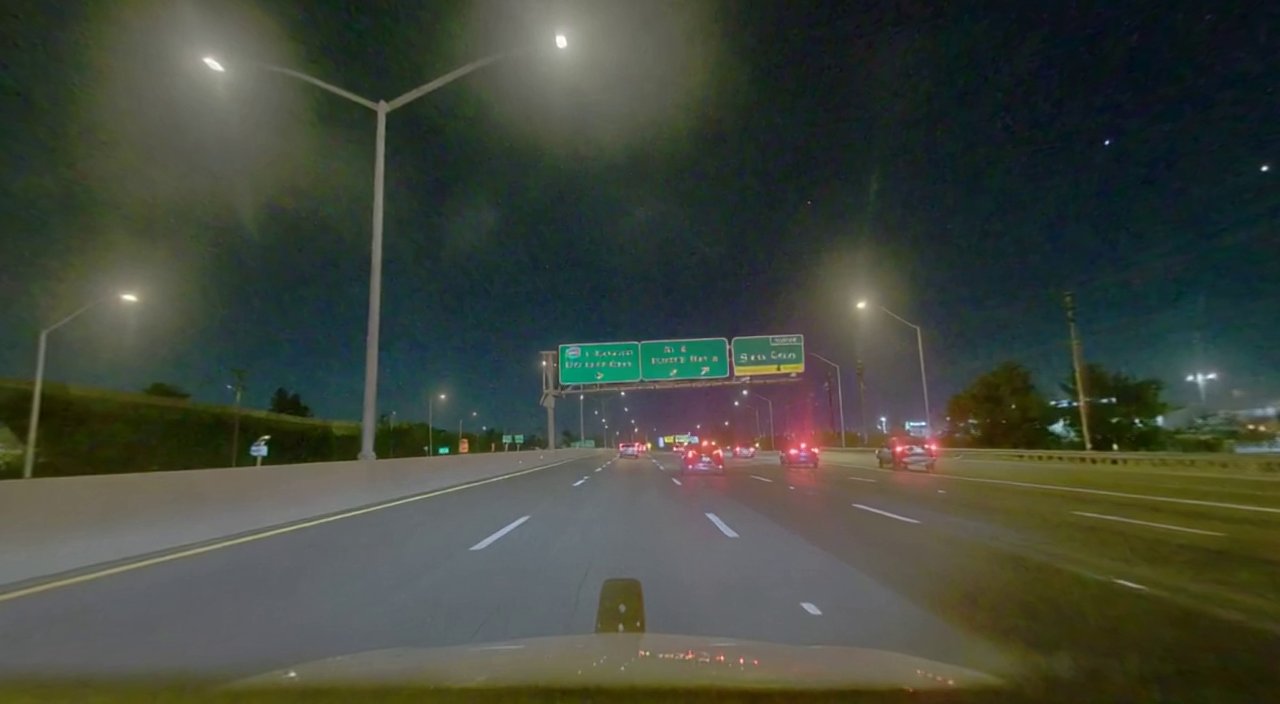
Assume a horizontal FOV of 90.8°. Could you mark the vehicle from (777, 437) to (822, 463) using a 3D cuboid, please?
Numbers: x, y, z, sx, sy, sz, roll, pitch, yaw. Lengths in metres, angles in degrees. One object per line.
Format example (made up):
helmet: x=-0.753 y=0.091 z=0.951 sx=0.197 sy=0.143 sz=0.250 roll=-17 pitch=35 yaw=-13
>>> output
vehicle: x=11.575 y=7.157 z=46.292 sx=2.070 sy=1.782 sz=5.006 roll=0 pitch=-8 yaw=1

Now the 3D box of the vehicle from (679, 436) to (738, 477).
vehicle: x=2.939 y=4.573 z=27.986 sx=1.997 sy=1.638 sz=4.281 roll=0 pitch=-8 yaw=-2

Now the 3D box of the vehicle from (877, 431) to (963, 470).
vehicle: x=15.156 y=5.359 z=34.607 sx=2.190 sy=1.911 sz=5.658 roll=0 pitch=-8 yaw=1
